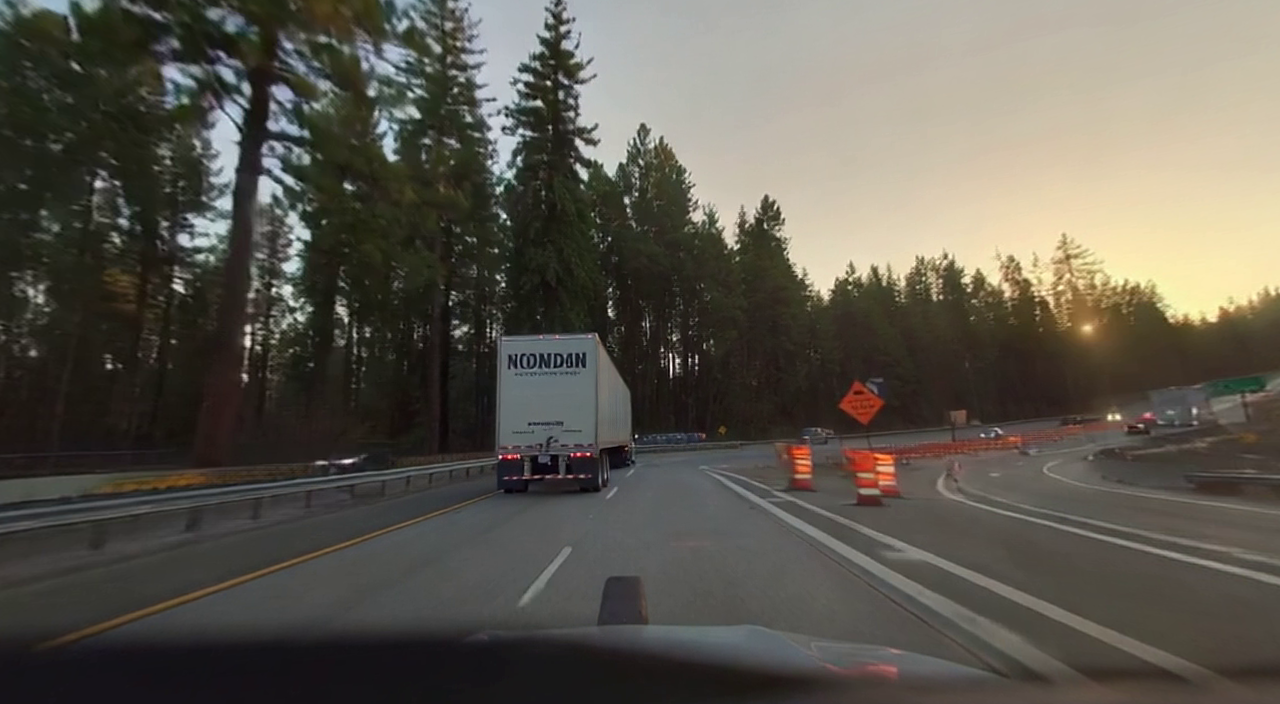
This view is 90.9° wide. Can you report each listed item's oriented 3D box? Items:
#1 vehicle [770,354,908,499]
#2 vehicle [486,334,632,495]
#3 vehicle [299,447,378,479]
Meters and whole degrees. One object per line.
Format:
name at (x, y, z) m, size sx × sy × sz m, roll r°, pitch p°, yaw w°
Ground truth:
vehicle at (5.253, 2.060, 17.310) m, size 2.928 × 3.571 × 3.032 m, roll -1°, pitch -8°, yaw 6°
vehicle at (-2.128, 2.726, 24.029) m, size 2.873 × 4.060 × 16.327 m, roll 0°, pitch -8°, yaw 2°
vehicle at (-16.580, 6.074, 34.934) m, size 2.100 × 1.605 × 4.477 m, roll 0°, pitch -8°, yaw 1°
